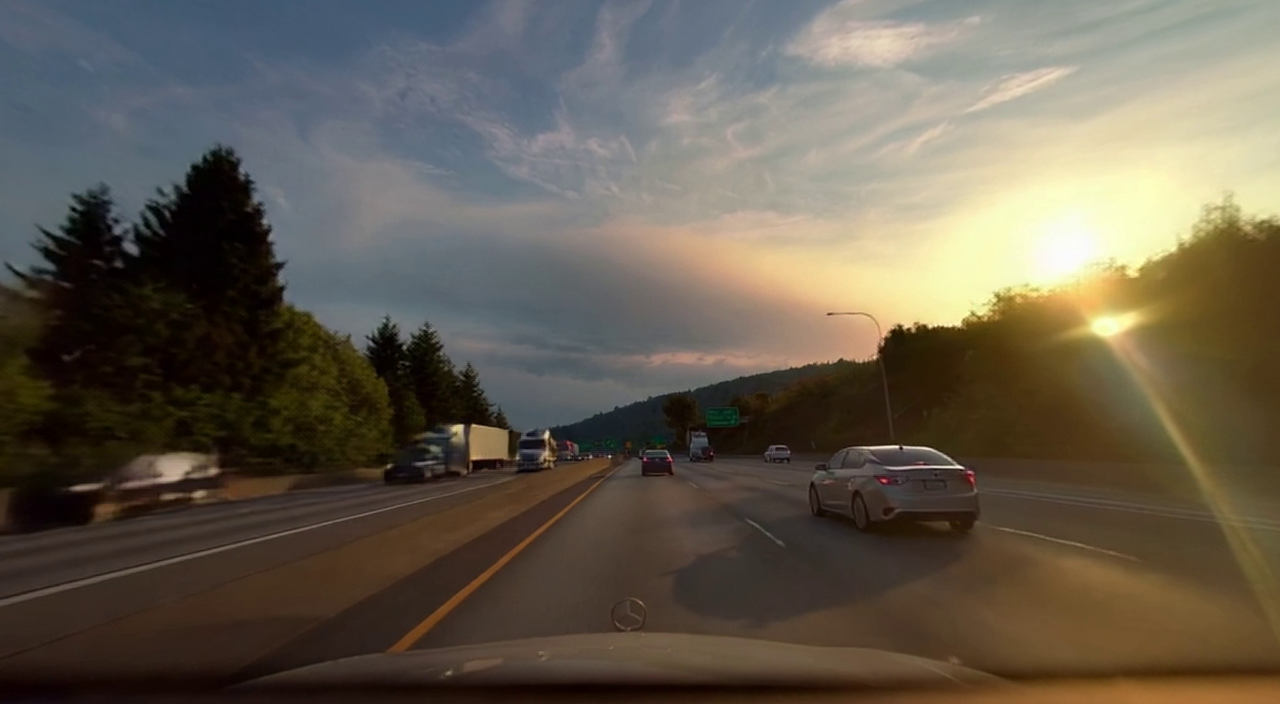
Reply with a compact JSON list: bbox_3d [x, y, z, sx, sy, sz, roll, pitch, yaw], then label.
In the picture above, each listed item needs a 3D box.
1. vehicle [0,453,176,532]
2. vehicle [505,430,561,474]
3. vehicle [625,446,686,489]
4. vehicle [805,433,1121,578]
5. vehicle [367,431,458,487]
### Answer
[{"bbox_3d":[-14.394,3.416,15.872,2.095,1.670,4.187,0,-9,2],"label":"vehicle"},{"bbox_3d":[-7.756,7.378,46.706,2.687,2.948,7.422,0,-9,1],"label":"vehicle"},{"bbox_3d":[0.569,4.436,24.555,2.177,1.520,4.278,0,-9,1],"label":"vehicle"},{"bbox_3d":[3.906,1.925,8.707,2.029,1.475,4.279,0,-9,-1],"label":"vehicle"},{"bbox_3d":[-11.937,5.688,33.682,2.479,2.706,5.906,0,-9,2],"label":"vehicle"}]
